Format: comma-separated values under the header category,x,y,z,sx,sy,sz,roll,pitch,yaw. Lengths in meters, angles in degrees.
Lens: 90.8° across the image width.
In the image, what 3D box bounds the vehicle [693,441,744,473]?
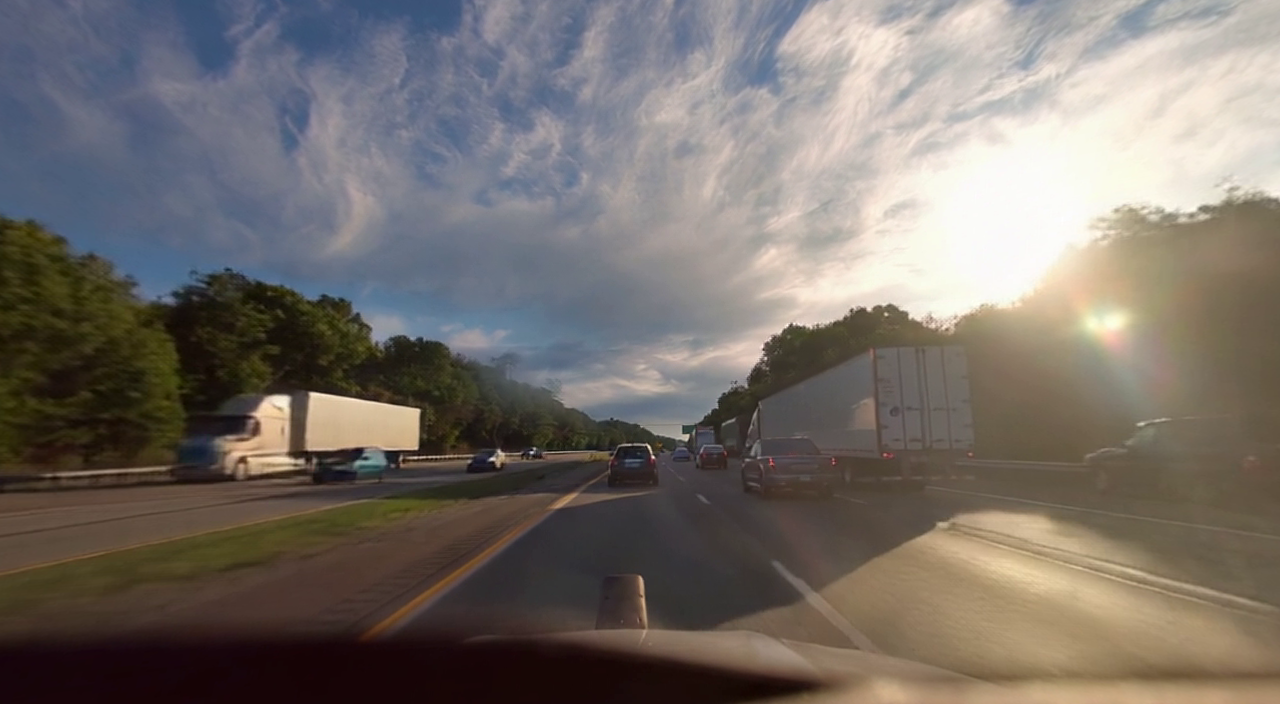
category,x,y,z,sx,sy,sz,roll,pitch,yaw
vehicle,4.148,5.648,34.069,2.150,1.632,4.260,0,-9,0

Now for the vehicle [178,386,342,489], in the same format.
category,x,y,z,sx,sy,sz,roll,pitch,yaw
vehicle,-15.923,3.719,27.125,2.934,3.853,6.135,0,-9,1

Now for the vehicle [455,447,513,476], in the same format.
category,x,y,z,sx,sy,sz,roll,pitch,yaw
vehicle,-8.302,5.877,33.963,2.043,1.455,3.840,0,-9,1

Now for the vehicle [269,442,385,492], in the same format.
category,x,y,z,sx,sy,sz,roll,pitch,yaw
vehicle,-11.866,4.359,24.331,2.044,1.706,4.619,0,-9,0

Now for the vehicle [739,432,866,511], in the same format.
category,x,y,z,sx,sy,sz,roll,pitch,yaw
vehicle,3.645,2.751,14.902,1.920,1.594,3.867,0,-9,0

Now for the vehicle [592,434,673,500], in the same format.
category,x,y,z,sx,sy,sz,roll,pitch,yaw
vehicle,-0.173,3.158,17.621,2.023,1.618,3.628,0,-9,1

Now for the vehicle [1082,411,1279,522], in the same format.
category,x,y,z,sx,sy,sz,roll,pitch,yaw
vehicle,11.834,2.297,13.031,1.966,1.870,4.734,0,-9,1

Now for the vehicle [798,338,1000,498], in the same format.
category,x,y,z,sx,sy,sz,roll,pitch,yaw
vehicle,7.610,2.295,20.288,2.823,4.063,8.485,0,-9,0
